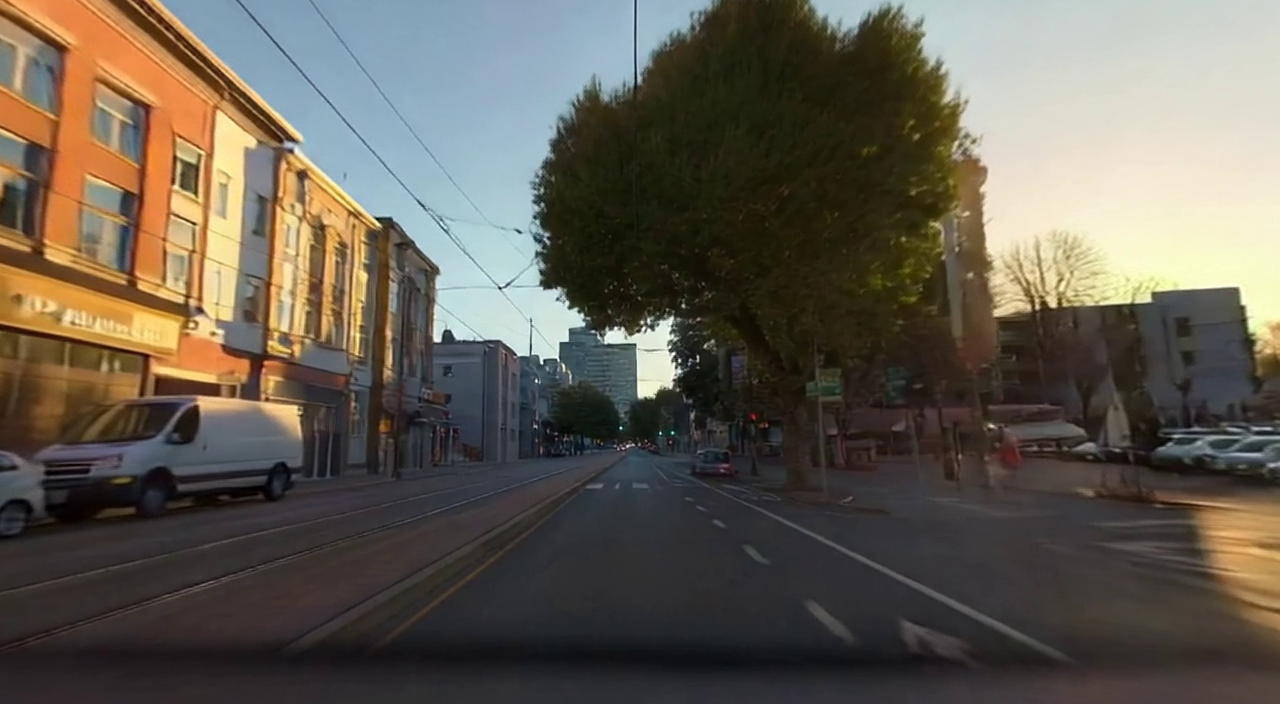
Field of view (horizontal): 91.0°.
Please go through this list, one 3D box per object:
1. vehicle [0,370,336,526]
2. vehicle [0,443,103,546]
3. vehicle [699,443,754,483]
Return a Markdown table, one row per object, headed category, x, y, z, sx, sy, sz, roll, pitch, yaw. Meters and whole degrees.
| category | x | y | z | sx | sy | sz | roll | pitch | yaw |
| --- | --- | --- | --- | --- | --- | --- | --- | --- | --- |
| vehicle | -10.687 | 2.304 | 15.571 | 2.378 | 2.765 | 7.920 | 2 | -8 | 0 |
| vehicle | -10.224 | 1.996 | 8.413 | 1.789 | 1.484 | 4.916 | -1 | -8 | 0 |
| vehicle | 3.564 | 4.606 | 26.527 | 1.819 | 1.546 | 3.681 | 0 | -8 | 1 |
